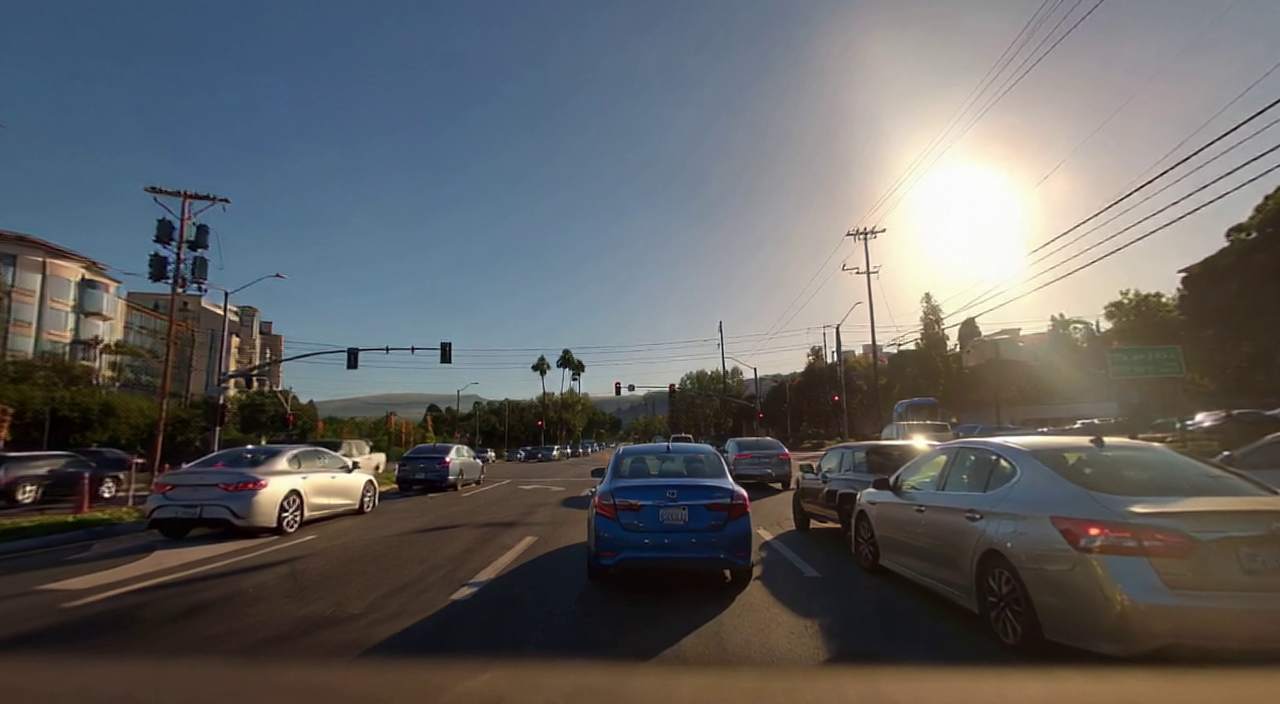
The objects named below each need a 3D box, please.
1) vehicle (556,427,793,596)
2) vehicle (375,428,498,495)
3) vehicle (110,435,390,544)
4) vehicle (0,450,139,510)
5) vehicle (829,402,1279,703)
[{"bbox_3d":[0.308,1.720,7.683,2.109,1.483,3.964,0,-8,0],"label":"vehicle"},{"bbox_3d":[-6.278,3.434,20.255,2.070,1.824,5.196,-1,-8,2],"label":"vehicle"},{"bbox_3d":[-6.420,2.269,11.227,1.955,1.497,4.639,-1,-8,1],"label":"vehicle"},{"bbox_3d":[-17.635,3.704,18.698,1.823,1.493,4.437,-1,-8,2],"label":"vehicle"},{"bbox_3d":[3.134,1.311,5.207,1.870,1.523,4.096,0,-8,0],"label":"vehicle"}]
